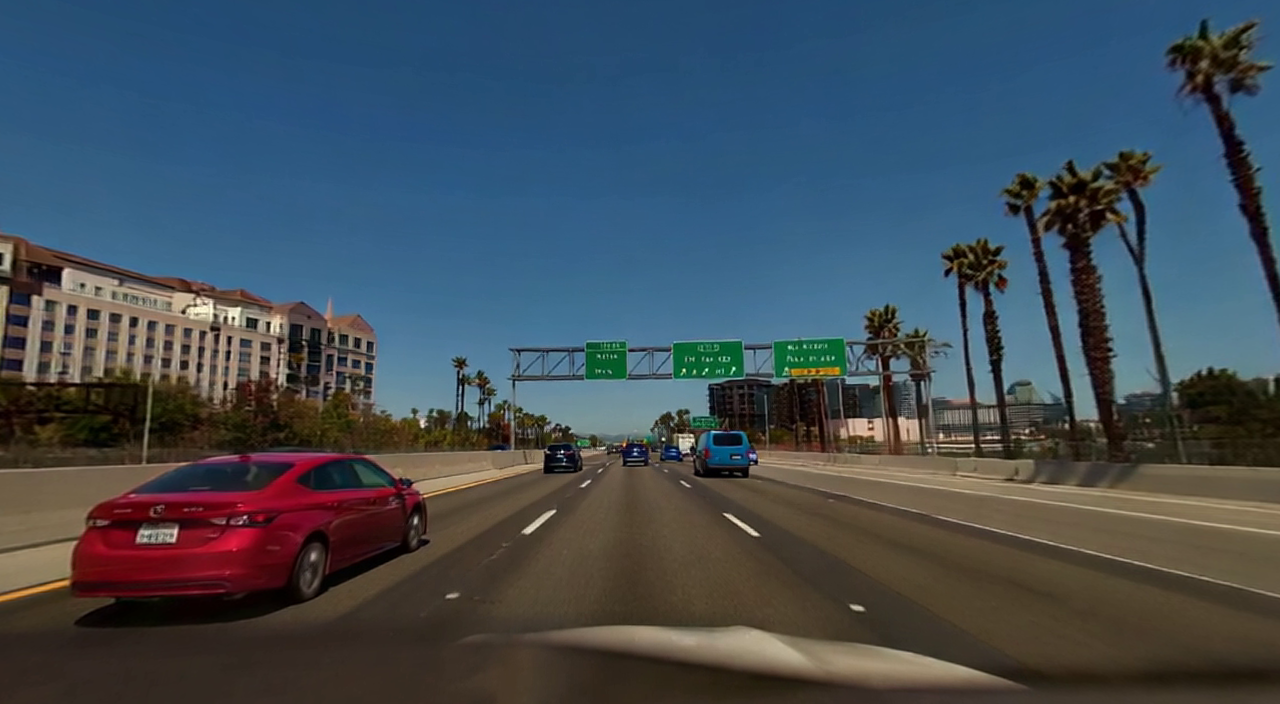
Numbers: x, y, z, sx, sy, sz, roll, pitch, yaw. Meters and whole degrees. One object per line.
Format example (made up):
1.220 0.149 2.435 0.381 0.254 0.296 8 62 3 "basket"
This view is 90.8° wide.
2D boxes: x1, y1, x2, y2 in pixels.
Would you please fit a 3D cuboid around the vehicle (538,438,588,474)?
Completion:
-4.060 5.606 34.234 2.109 1.793 4.613 0 -9 0 "vehicle"

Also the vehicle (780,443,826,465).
12.040 7.598 47.034 2.010 1.535 4.980 0 -9 -1 "vehicle"

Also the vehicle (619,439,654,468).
-0.247 6.785 42.382 2.212 1.786 4.198 0 -9 -1 "vehicle"

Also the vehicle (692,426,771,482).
3.640 4.214 26.386 2.250 2.074 5.723 0 -9 -2 "vehicle"

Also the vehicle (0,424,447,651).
-3.637 1.542 6.372 1.991 1.469 4.381 0 -9 0 "vehicle"
